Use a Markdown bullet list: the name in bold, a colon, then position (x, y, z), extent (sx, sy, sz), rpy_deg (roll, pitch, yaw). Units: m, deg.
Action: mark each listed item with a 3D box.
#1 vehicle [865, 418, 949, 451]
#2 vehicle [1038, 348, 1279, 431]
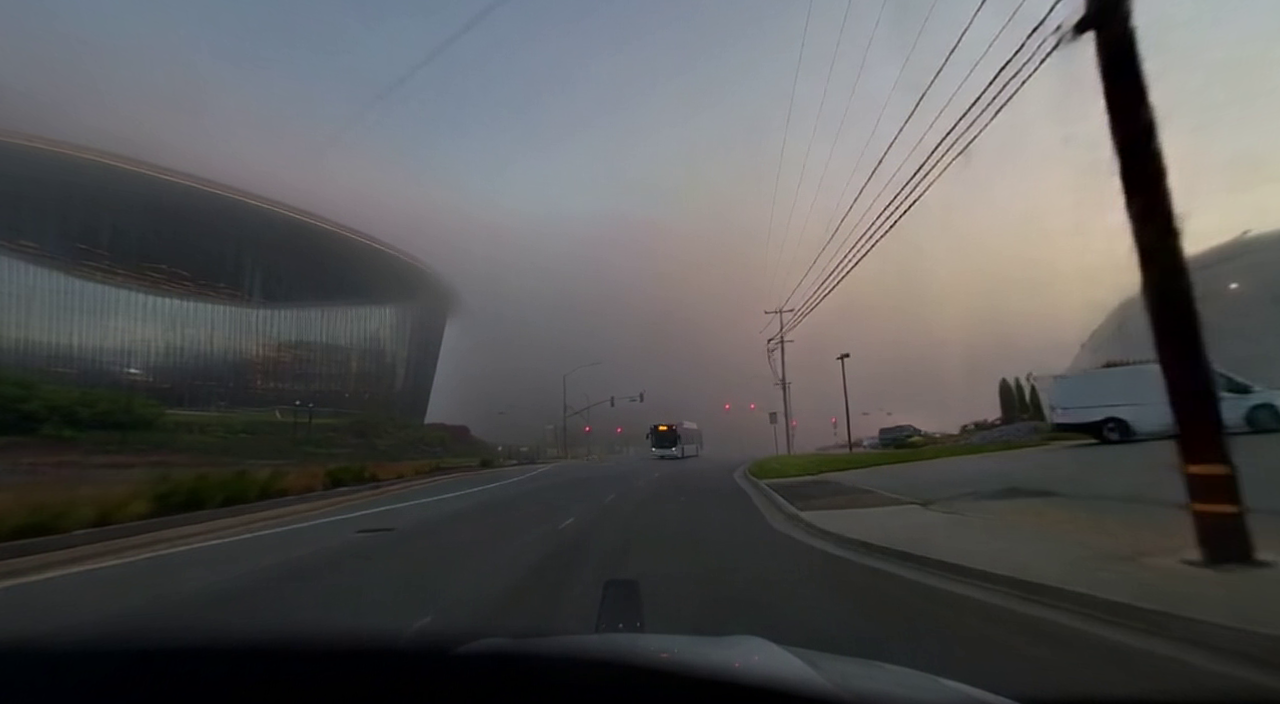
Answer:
- **vehicle**: position (17.631, 5.533, 41.855), extent (4.647, 1.951, 2.304), rpy_deg (-3, -10, 12)
- **vehicle**: position (13.889, 1.028, 16.061), extent (5.745, 1.902, 2.244), rpy_deg (-1, -8, 8)
